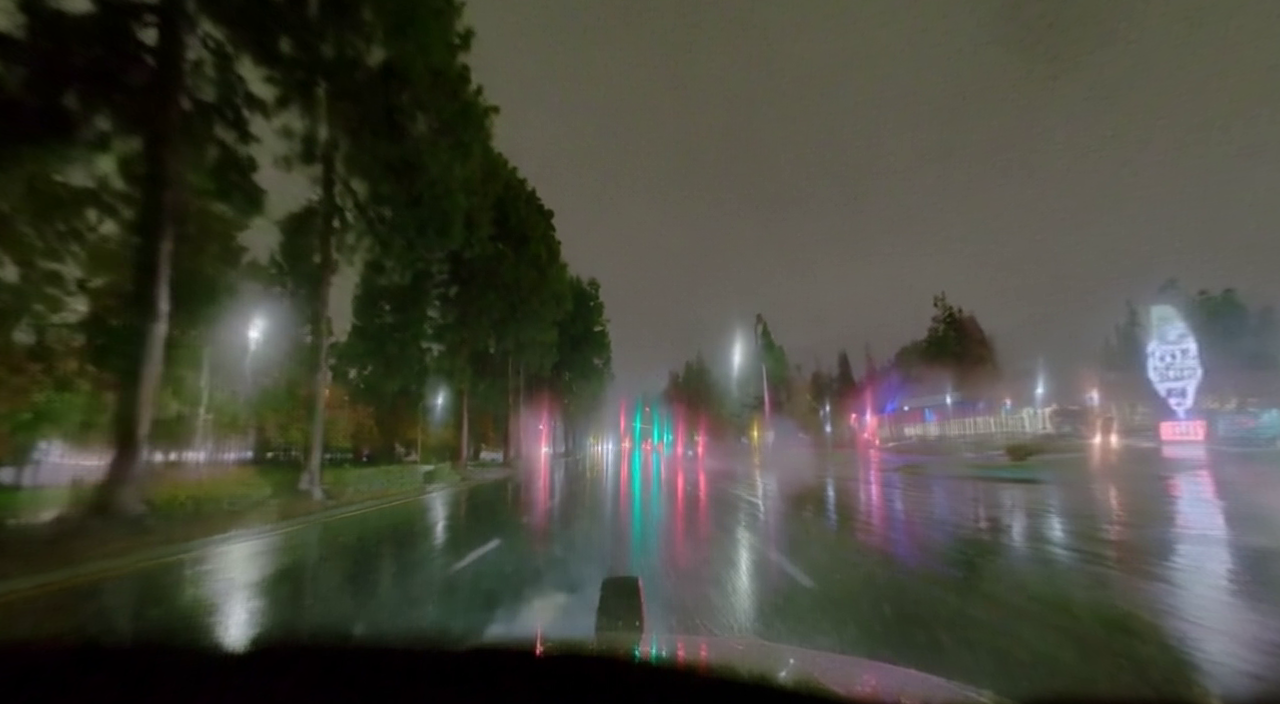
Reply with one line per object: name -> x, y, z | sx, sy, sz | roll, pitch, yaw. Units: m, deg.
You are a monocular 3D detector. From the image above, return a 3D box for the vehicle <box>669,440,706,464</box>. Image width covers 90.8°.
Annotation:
vehicle -> 3.145, 6.746, 42.714 | 2.033, 1.482, 4.571 | 0, -8, -2

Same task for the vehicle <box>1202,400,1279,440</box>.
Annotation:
vehicle -> 27.643, 3.001, 27.506 | 2.037, 1.633, 4.447 | 0, -8, -3

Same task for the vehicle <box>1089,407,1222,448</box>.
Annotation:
vehicle -> 21.783, 3.270, 26.982 | 1.911, 1.604, 4.411 | 0, -8, -1

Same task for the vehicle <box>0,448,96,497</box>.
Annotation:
vehicle -> -35.181, 6.862, 36.402 | 2.182, 2.543, 6.006 | 0, -8, 0
